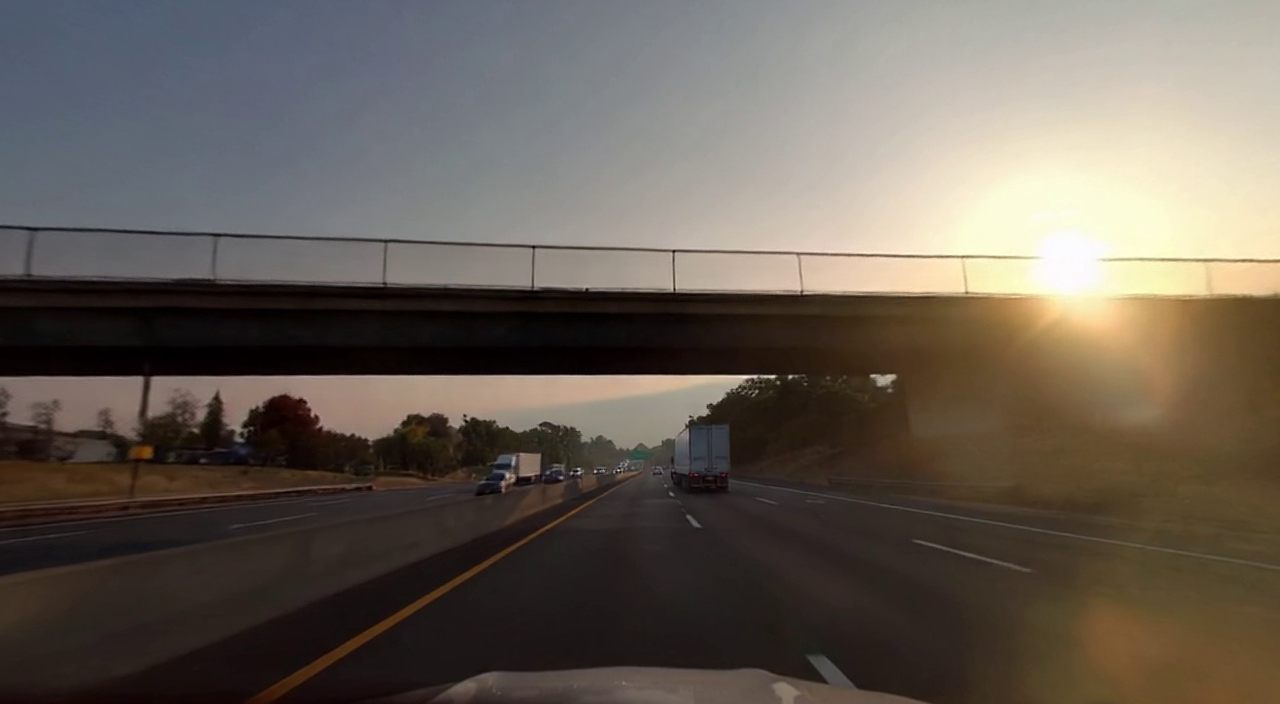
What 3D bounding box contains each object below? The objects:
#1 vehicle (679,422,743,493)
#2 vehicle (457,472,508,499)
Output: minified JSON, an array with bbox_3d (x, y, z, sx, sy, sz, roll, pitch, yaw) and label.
[{"bbox_3d":[4.430,7.139,42.212,3.054,4.005,11.895,0,-11,0],"label":"vehicle"},{"bbox_3d":[-9.234,7.852,37.234,1.863,1.465,4.034,0,-11,1],"label":"vehicle"}]
